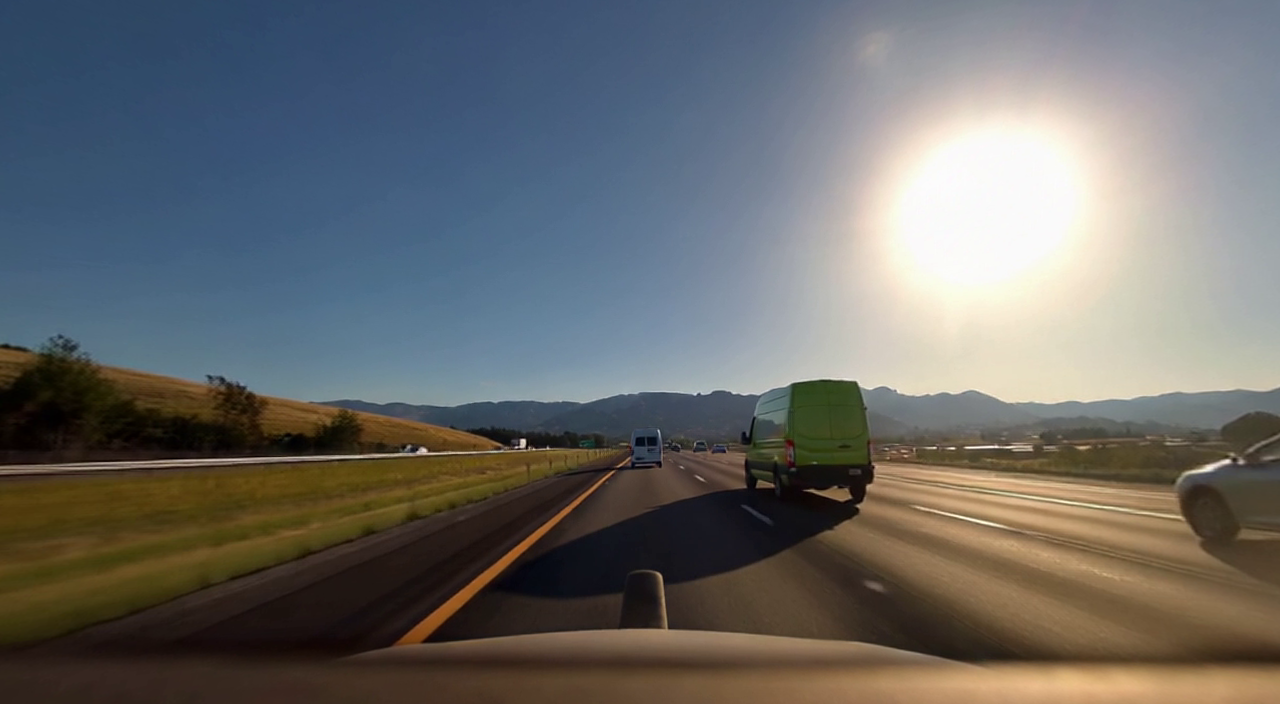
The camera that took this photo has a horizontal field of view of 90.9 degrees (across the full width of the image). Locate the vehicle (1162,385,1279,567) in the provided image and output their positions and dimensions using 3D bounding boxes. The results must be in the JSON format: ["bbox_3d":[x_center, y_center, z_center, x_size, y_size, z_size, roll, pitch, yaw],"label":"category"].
[{"bbox_3d":[7.946,1.174,5.714,2.240,1.925,4.854,0,-8,0],"label":"vehicle"}]

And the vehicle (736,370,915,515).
[{"bbox_3d":[3.893,2.117,14.791,2.302,2.670,6.176,0,-8,0],"label":"vehicle"}]

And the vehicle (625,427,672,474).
[{"bbox_3d":[0.391,4.794,30.862,2.131,2.122,4.473,0,-8,0],"label":"vehicle"}]
